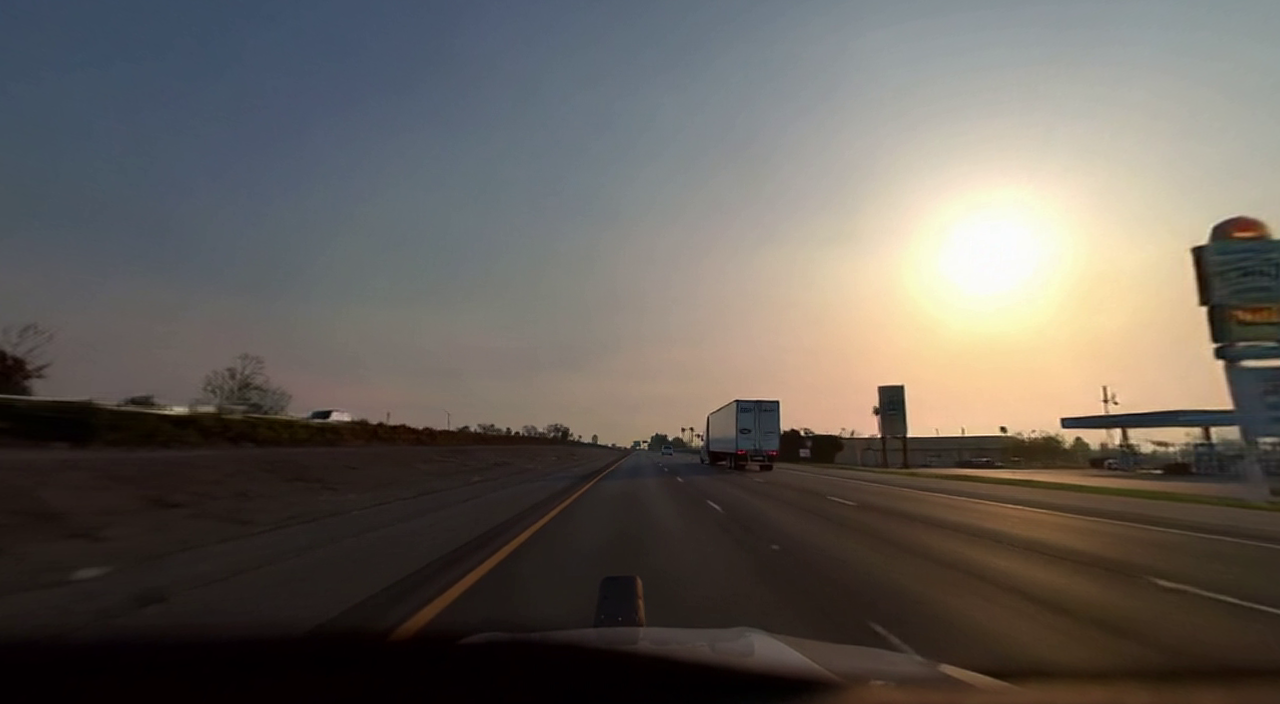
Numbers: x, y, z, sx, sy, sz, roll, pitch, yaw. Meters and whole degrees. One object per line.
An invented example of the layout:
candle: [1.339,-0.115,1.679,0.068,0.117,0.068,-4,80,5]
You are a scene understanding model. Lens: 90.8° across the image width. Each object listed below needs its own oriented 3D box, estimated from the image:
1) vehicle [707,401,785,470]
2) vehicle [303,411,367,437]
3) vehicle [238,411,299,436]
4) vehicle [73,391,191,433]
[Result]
vehicle: [7.279,6.220,46.201,2.912,4.153,15.866,0,-9,0]
vehicle: [-20.753,4.981,43.200,1.858,1.620,4.928,0,-9,0]
vehicle: [-24.473,4.781,41.716,1.748,1.506,3.731,0,-9,0]
vehicle: [-20.934,2.557,26.257,1.765,1.490,3.804,0,-9,-1]
